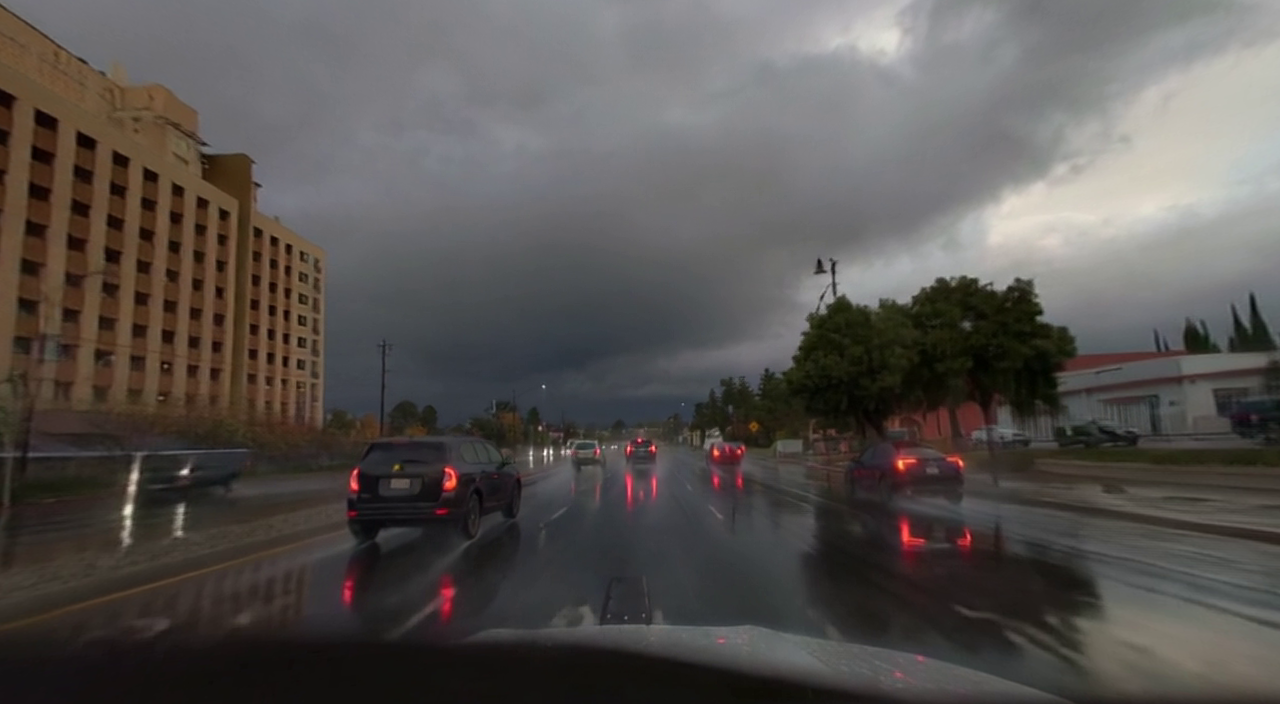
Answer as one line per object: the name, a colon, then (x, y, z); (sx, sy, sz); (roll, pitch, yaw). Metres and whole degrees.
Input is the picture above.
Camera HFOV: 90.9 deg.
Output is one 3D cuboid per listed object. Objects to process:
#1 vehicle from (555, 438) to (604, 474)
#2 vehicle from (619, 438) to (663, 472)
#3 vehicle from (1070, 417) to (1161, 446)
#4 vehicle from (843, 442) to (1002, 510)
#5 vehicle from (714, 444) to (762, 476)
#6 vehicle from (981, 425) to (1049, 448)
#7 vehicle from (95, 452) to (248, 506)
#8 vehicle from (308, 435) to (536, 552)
vehicle: (-3.231, 5.653, 34.410); (2.117, 1.799, 4.442); (0, -9, 1)
vehicle: (0.067, 5.811, 35.624); (2.304, 1.795, 4.526); (0, -9, 1)
vehicle: (26.160, 4.420, 34.627); (4.674, 1.489, 2.008); (4, -10, -27)
vehicle: (6.873, 3.055, 16.003); (1.865, 1.458, 4.605); (0, -9, 0)
vehicle: (4.750, 5.305, 31.076); (1.884, 1.458, 4.245); (-1, -9, 3)
vehicle: (26.511, 5.992, 44.475); (4.692, 1.475, 2.038); (5, -10, -31)
vehicle: (-17.778, 4.782, 24.317); (2.040, 1.838, 4.927); (0, -9, 0)
vehicle: (-3.167, 2.161, 10.354); (2.095, 1.486, 4.411); (0, -9, 1)
